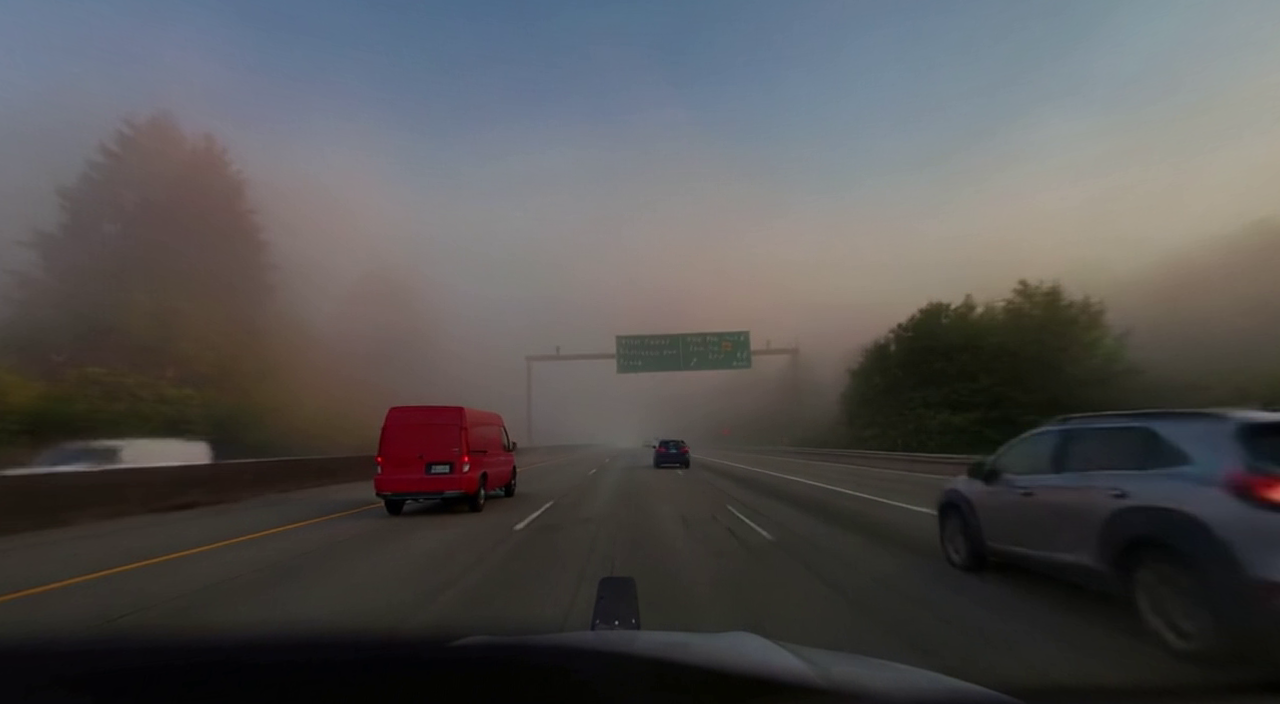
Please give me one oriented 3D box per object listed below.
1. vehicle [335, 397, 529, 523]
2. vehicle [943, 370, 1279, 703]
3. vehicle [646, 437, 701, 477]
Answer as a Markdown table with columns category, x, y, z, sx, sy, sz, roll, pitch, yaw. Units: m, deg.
| category | x | y | z | sx | sy | sz | roll | pitch | yaw |
| --- | --- | --- | --- | --- | --- | --- | --- | --- | --- |
| vehicle | -3.884 | 2.113 | 12.986 | 2.275 | 2.053 | 5.082 | 0 | -8 | -1 |
| vehicle | 4.128 | 1.050 | 4.112 | 1.996 | 1.638 | 4.496 | 0 | -8 | -1 |
| vehicle | 1.262 | 4.148 | 25.381 | 2.020 | 1.464 | 3.803 | 0 | -8 | 0 |
